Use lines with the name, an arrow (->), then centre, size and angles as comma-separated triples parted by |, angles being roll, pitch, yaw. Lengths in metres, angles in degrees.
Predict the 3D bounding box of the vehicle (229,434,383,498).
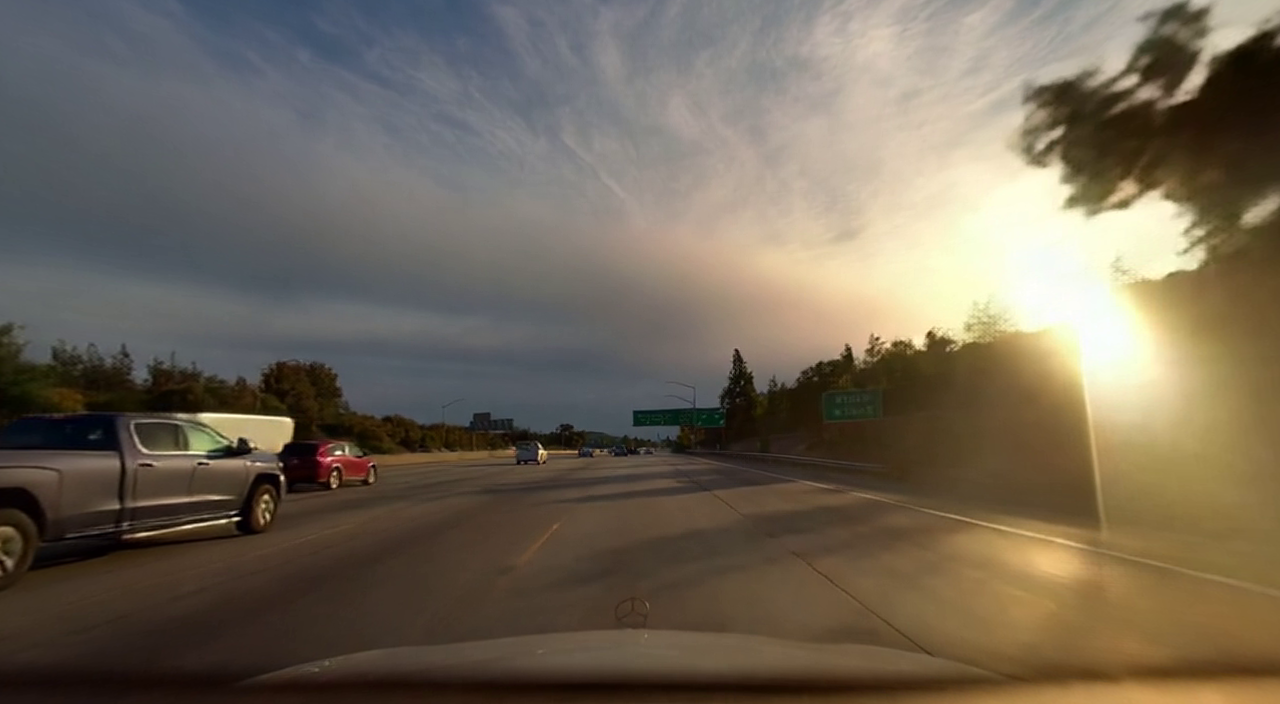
vehicle -> -9.691, 3.321, 18.818 | 2.060, 1.662, 4.469 | 0, -8, 1

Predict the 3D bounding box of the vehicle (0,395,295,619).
vehicle -> -6.312, 1.389, 6.104 | 2.403, 1.773, 6.276 | 0, -8, 0

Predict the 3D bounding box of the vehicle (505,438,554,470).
vehicle -> -6.318, 5.880, 36.589 | 2.009, 1.735, 4.358 | 0, -8, 1
